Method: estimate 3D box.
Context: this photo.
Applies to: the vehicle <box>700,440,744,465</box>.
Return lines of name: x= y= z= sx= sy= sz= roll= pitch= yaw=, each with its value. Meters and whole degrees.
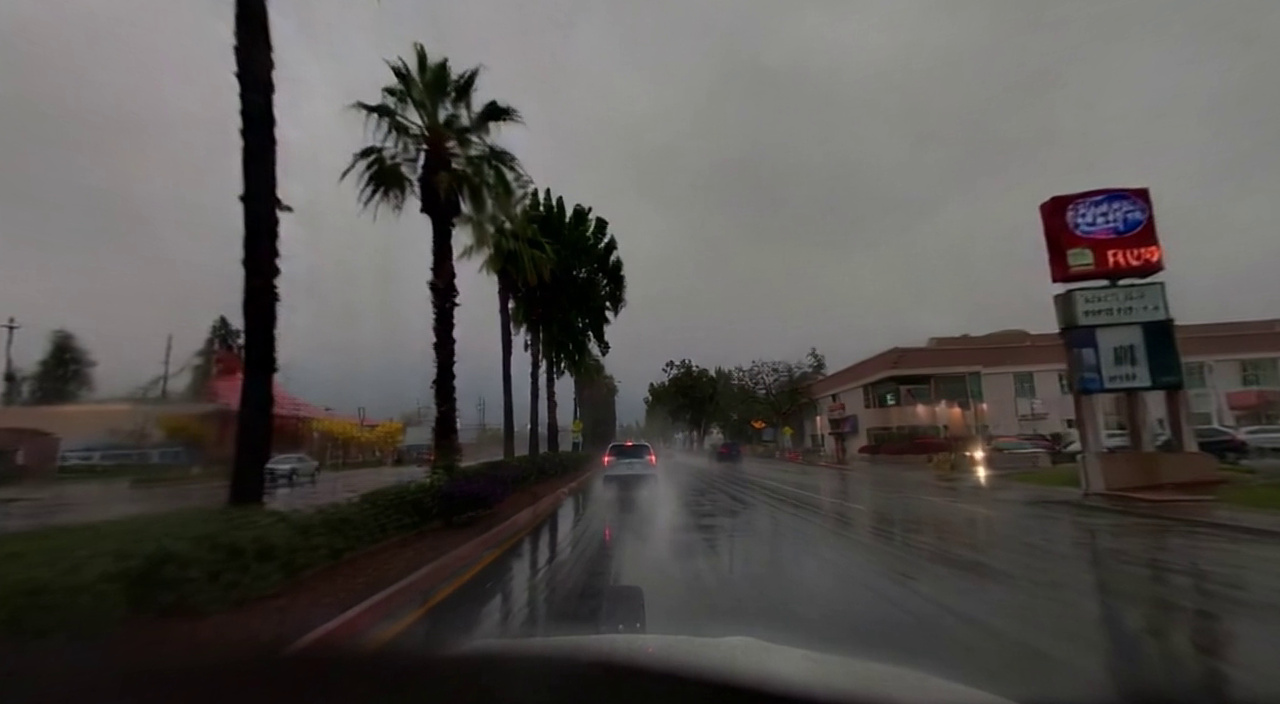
vehicle: x=5.586 y=6.886 z=43.532 sx=2.244 sy=1.618 sz=4.585 roll=0 pitch=-9 yaw=-2

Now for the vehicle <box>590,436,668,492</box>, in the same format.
vehicle: x=-0.291 y=3.344 z=19.106 sx=2.106 sy=1.496 sz=3.964 roll=0 pitch=-9 yaw=0

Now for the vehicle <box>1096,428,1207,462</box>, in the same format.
vehicle: x=26.974 y=4.963 z=33.569 sx=2.045 sy=1.690 sz=4.761 roll=0 pitch=-9 yaw=3

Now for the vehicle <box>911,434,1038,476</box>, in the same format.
vehicle: x=14.639 y=4.527 z=27.844 sx=4.358 sy=1.732 sz=2.129 roll=1 pitch=-9 yaw=-3

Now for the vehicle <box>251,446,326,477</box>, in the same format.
vehicle: x=-19.478 y=6.092 z=35.257 sx=1.862 sy=1.606 sz=4.071 roll=0 pitch=-9 yaw=-1

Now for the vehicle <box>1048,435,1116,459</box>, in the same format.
vehicle: x=27.200 y=5.875 z=39.033 sx=1.709 sy=1.455 sz=3.449 roll=0 pitch=-9 yaw=1

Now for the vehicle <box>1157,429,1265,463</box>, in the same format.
vehicle: x=29.881 y=4.940 z=33.247 sx=1.890 sy=1.640 sz=4.064 roll=0 pitch=-9 yaw=2
